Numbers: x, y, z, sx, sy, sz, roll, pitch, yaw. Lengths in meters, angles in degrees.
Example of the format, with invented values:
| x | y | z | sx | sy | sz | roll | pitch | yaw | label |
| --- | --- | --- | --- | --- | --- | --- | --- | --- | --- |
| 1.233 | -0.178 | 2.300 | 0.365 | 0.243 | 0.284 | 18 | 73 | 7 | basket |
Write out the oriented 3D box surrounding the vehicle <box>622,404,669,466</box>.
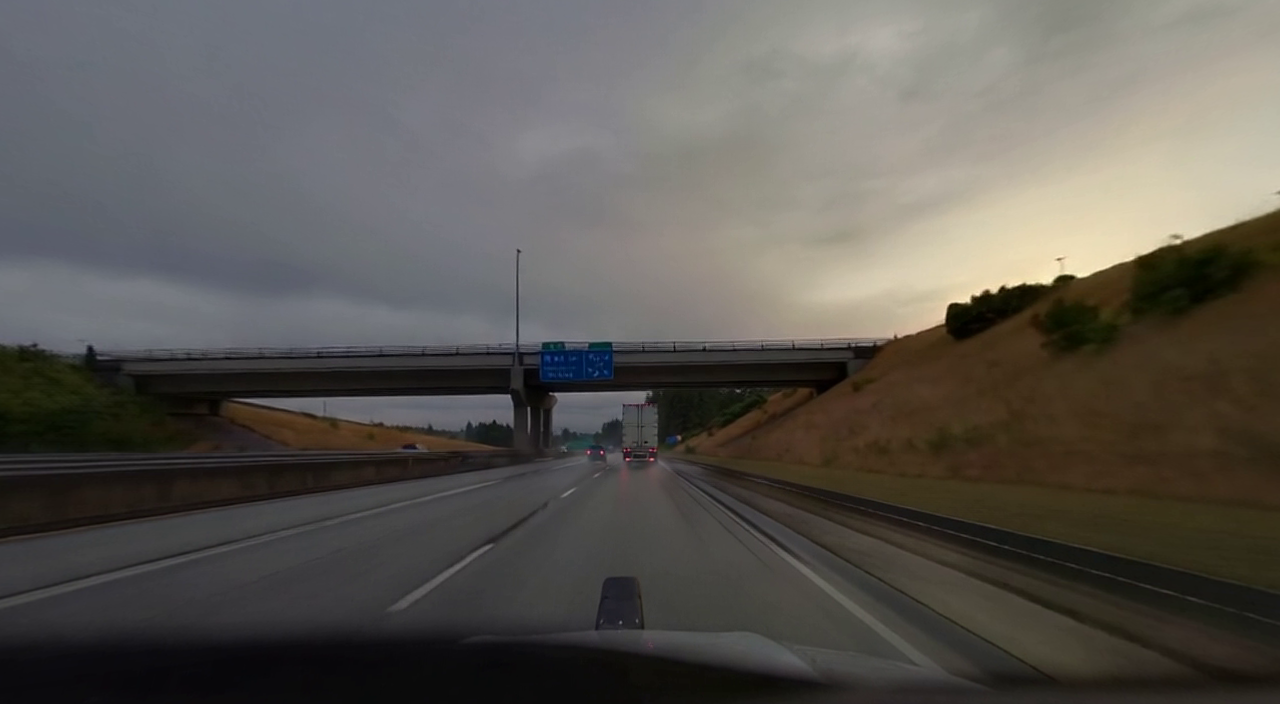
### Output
| x | y | z | sx | sy | sz | roll | pitch | yaw | label |
| --- | --- | --- | --- | --- | --- | --- | --- | --- | --- |
| 0.307 | 6.359 | 47.295 | 3.033 | 3.985 | 12.383 | 0 | -9 | 0 | vehicle |
